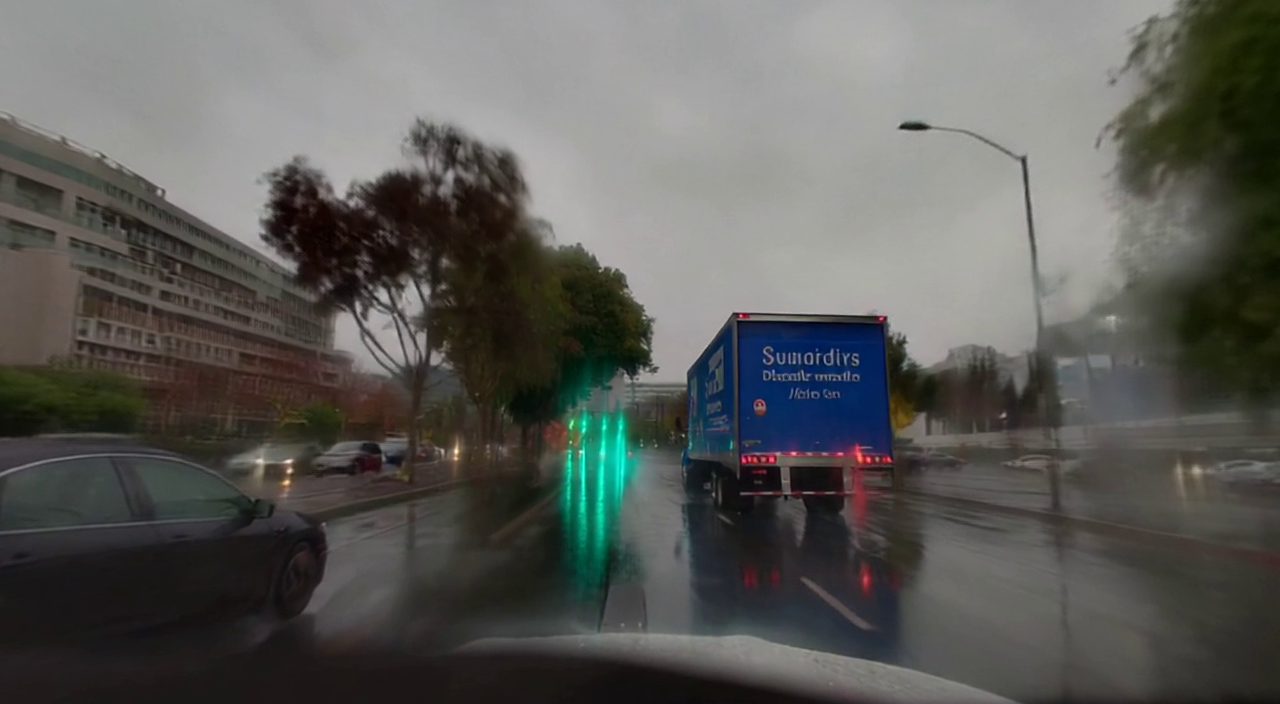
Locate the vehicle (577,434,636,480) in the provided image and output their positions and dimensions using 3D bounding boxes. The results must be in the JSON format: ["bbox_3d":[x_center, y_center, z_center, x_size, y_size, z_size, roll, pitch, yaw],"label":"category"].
[{"bbox_3d":[-1.482,4.527,27.411,2.388,1.811,4.455,1,-9,-4],"label":"vehicle"}]

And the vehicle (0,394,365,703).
[{"bbox_3d":[-3.646,1.128,3.901,1.828,1.515,4.422,0,-9,0],"label":"vehicle"}]

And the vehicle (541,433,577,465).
[{"bbox_3d":[-5.868,7.104,46.111,2.269,2.181,5.787,1,-9,-4],"label":"vehicle"}]

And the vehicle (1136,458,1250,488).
[{"bbox_3d":[31.750,6.918,36.227,1.838,1.507,4.518,3,-9,-16],"label":"vehicle"}]

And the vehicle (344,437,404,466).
[{"bbox_3d":[-17.654,6.648,42.011,2.101,1.813,5.343,1,-9,-5],"label":"vehicle"}]

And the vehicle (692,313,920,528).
[{"bbox_3d":[3.140,1.747,14.879,2.905,3.644,8.441,0,-9,-1],"label":"vehicle"}]

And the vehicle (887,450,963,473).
[{"bbox_3d":[19.680,7.531,43.348,4.684,1.477,2.079,4,-9,-24],"label":"vehicle"}]

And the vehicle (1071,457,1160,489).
[{"bbox_3d":[25.338,6.393,33.449,4.391,1.492,1.972,4,-10,-28],"label":"vehicle"}]
